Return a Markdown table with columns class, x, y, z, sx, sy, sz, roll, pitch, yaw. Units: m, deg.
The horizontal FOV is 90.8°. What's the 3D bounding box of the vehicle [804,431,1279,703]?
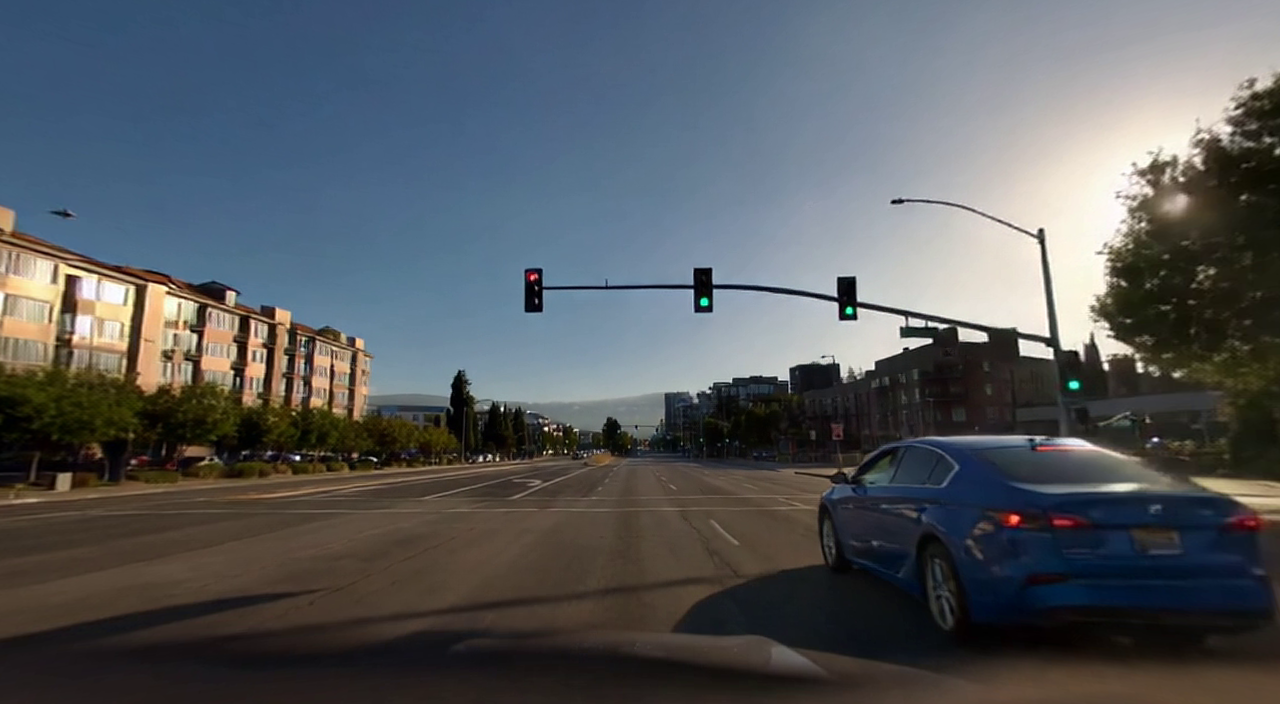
| class | x | y | z | sx | sy | sz | roll | pitch | yaw |
| --- | --- | --- | --- | --- | --- | --- | --- | --- | --- |
| vehicle | 3.124 | 1.492 | 5.626 | 2.015 | 1.455 | 4.615 | 0 | -9 | -1 |
